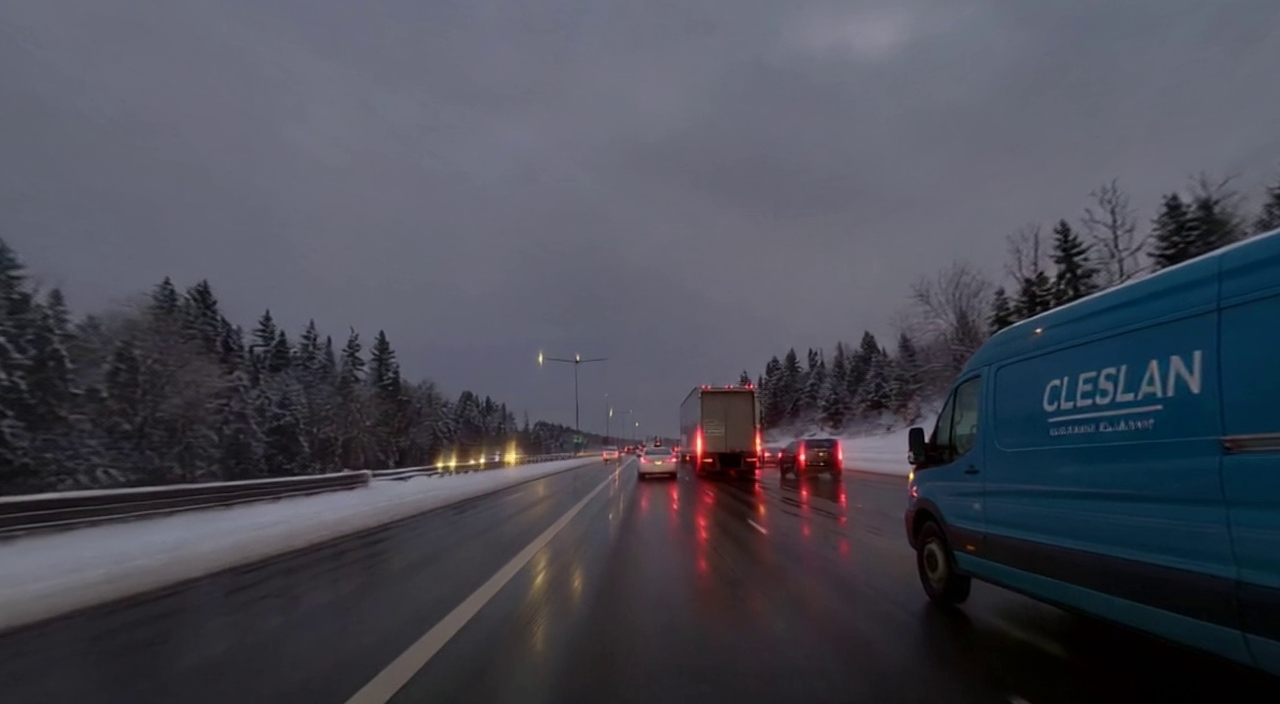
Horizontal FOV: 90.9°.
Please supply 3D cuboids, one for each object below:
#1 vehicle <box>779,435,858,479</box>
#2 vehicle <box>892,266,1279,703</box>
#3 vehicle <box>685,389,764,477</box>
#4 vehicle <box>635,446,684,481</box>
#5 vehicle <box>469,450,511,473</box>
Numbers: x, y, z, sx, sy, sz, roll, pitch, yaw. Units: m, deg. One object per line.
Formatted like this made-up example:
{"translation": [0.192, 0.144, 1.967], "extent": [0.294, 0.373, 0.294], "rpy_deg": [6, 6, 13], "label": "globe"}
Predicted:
{"translation": [7.847, 4.668, 28.186], "extent": [2.144, 1.769, 4.540], "rpy_deg": [0, -9, 0], "label": "vehicle"}
{"translation": [3.792, 0.797, 3.383], "extent": [2.441, 2.017, 5.739], "rpy_deg": [0, -9, 0], "label": "vehicle"}
{"translation": [4.393, 4.717, 35.771], "extent": [2.821, 4.077, 12.562], "rpy_deg": [0, -9, 0], "label": "vehicle"}
{"translation": [0.813, 5.099, 29.236], "extent": [2.063, 1.469, 4.208], "rpy_deg": [0, -9, -1], "label": "vehicle"}
{"translation": [-11.652, 8.499, 49.356], "extent": [2.058, 1.678, 4.584], "rpy_deg": [0, -9, 1], "label": "vehicle"}
